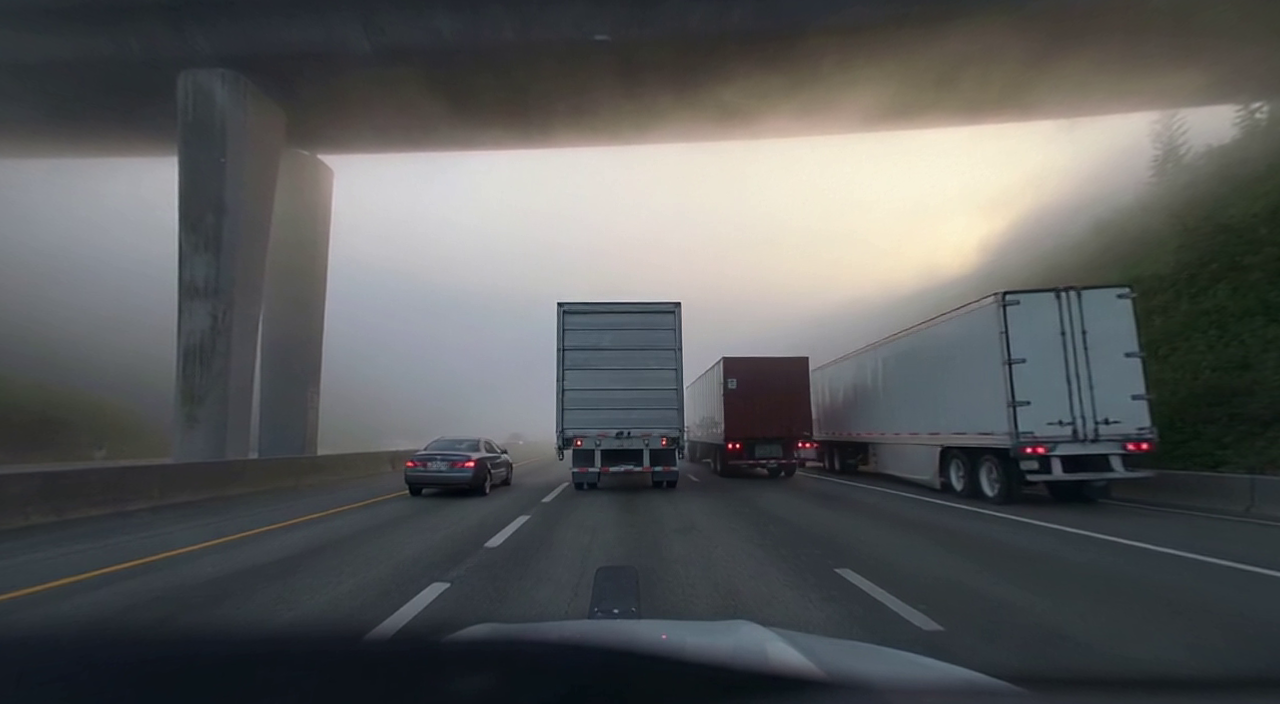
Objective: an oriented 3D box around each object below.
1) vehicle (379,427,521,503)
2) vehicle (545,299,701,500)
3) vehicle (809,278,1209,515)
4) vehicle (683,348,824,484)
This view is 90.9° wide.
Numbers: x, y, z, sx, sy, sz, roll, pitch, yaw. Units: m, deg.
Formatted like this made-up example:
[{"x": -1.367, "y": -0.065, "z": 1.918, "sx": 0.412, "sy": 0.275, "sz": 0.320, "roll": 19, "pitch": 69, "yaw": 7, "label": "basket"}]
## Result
[{"x": -4.097, "y": 2.482, "z": 14.328, "sx": 2.049, "sy": 1.483, "sz": 3.786, "roll": 0, "pitch": -8, "yaw": 0, "label": "vehicle"}, {"x": -0.497, "y": 1.639, "z": 18.074, "sx": 3.090, "sy": 4.065, "sz": 10.702, "roll": 0, "pitch": -8, "yaw": -2, "label": "vehicle"}, {"x": 8.052, "y": 1.590, "z": 17.388, "sx": 3.000, "sy": 4.114, "sz": 13.063, "roll": 0, "pitch": -8, "yaw": -1, "label": "vehicle"}, {"x": 3.644, "y": 2.589, "z": 23.888, "sx": 2.817, "sy": 3.886, "sz": 11.491, "roll": 0, "pitch": -8, "yaw": -2, "label": "vehicle"}]
